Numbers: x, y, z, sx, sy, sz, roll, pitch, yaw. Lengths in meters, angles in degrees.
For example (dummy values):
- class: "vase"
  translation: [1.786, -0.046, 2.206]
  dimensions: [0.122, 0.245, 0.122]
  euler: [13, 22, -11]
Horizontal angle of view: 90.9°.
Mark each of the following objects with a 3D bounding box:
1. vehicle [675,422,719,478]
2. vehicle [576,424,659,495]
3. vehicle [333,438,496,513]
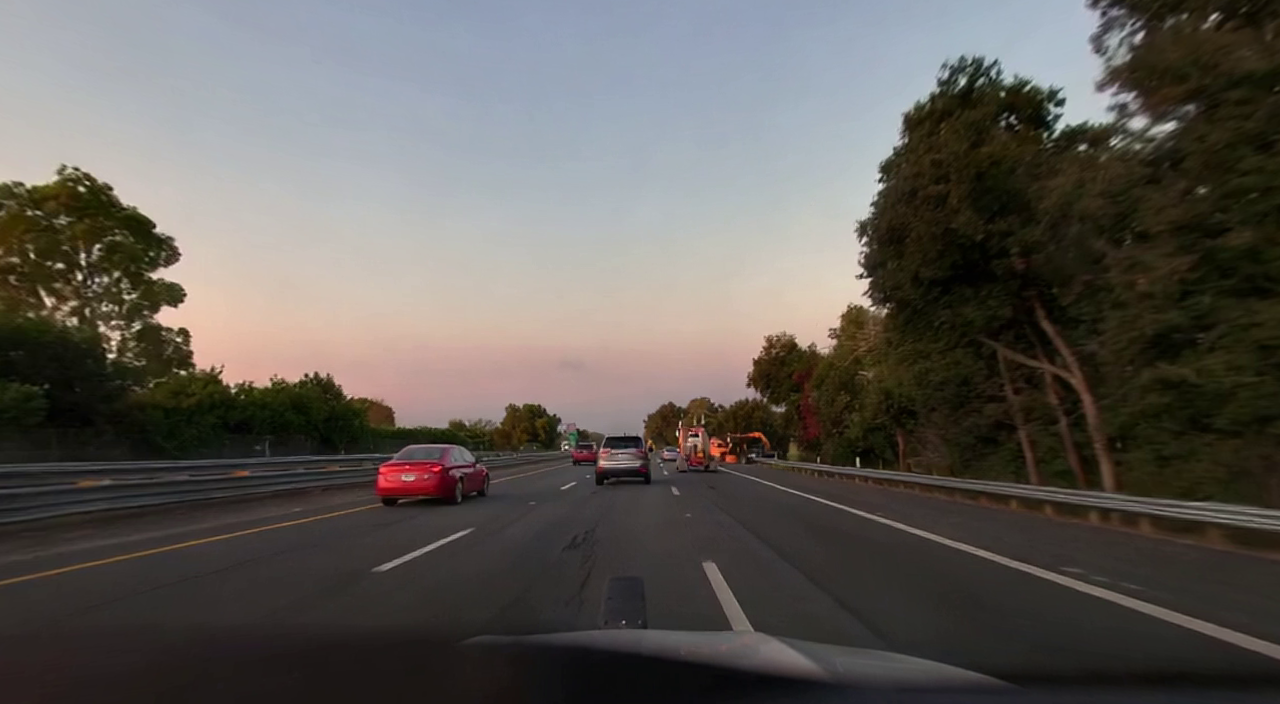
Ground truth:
- class: "vehicle"
  translation: [4.198, 7.503, 48.643]
  dimensions: [2.793, 3.828, 9.580]
  euler: [0, -8, 2]
- class: "vehicle"
  translation: [-0.582, 3.412, 20.299]
  dimensions: [2.308, 1.993, 4.631]
  euler: [0, -8, 2]
- class: "vehicle"
  translation: [-5.008, 2.792, 14.819]
  dimensions: [2.096, 1.469, 4.319]
  euler: [0, -8, 2]
